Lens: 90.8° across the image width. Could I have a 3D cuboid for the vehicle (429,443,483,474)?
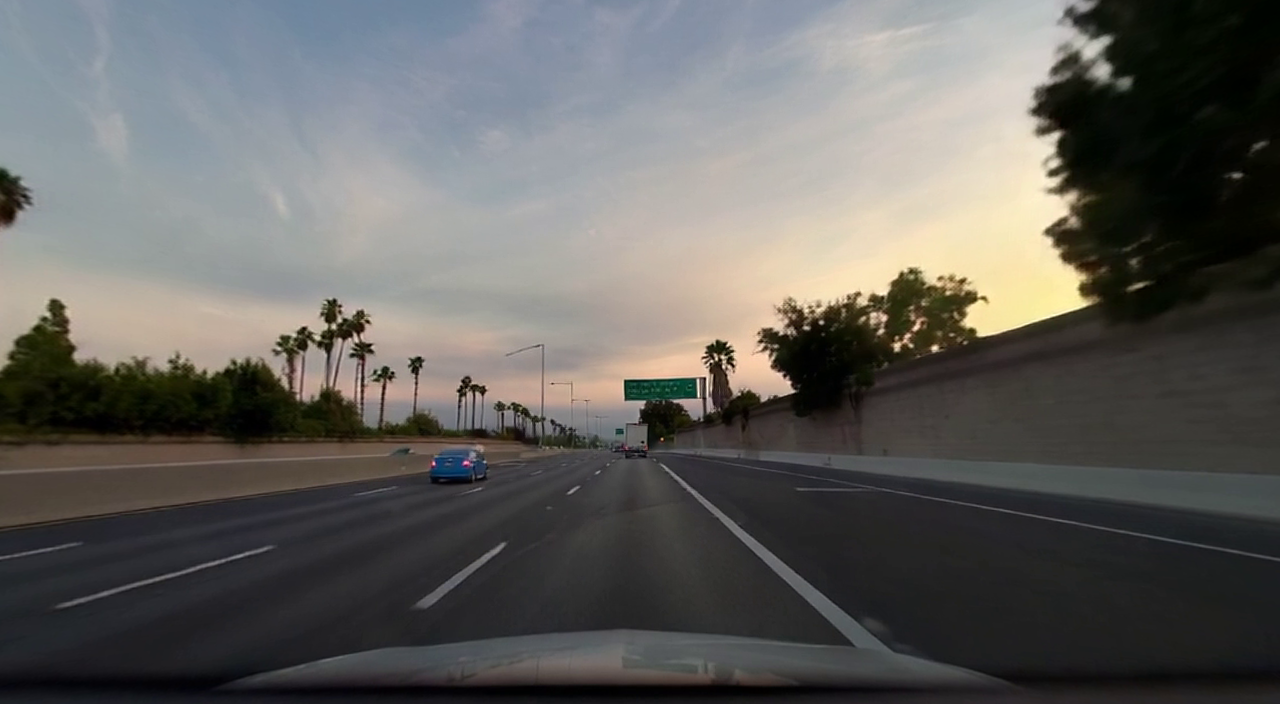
[{"bbox_3d":[-10.657,6.173,36.863,1.897,1.653,4.113,0,-9,0],"label":"vehicle"}]
